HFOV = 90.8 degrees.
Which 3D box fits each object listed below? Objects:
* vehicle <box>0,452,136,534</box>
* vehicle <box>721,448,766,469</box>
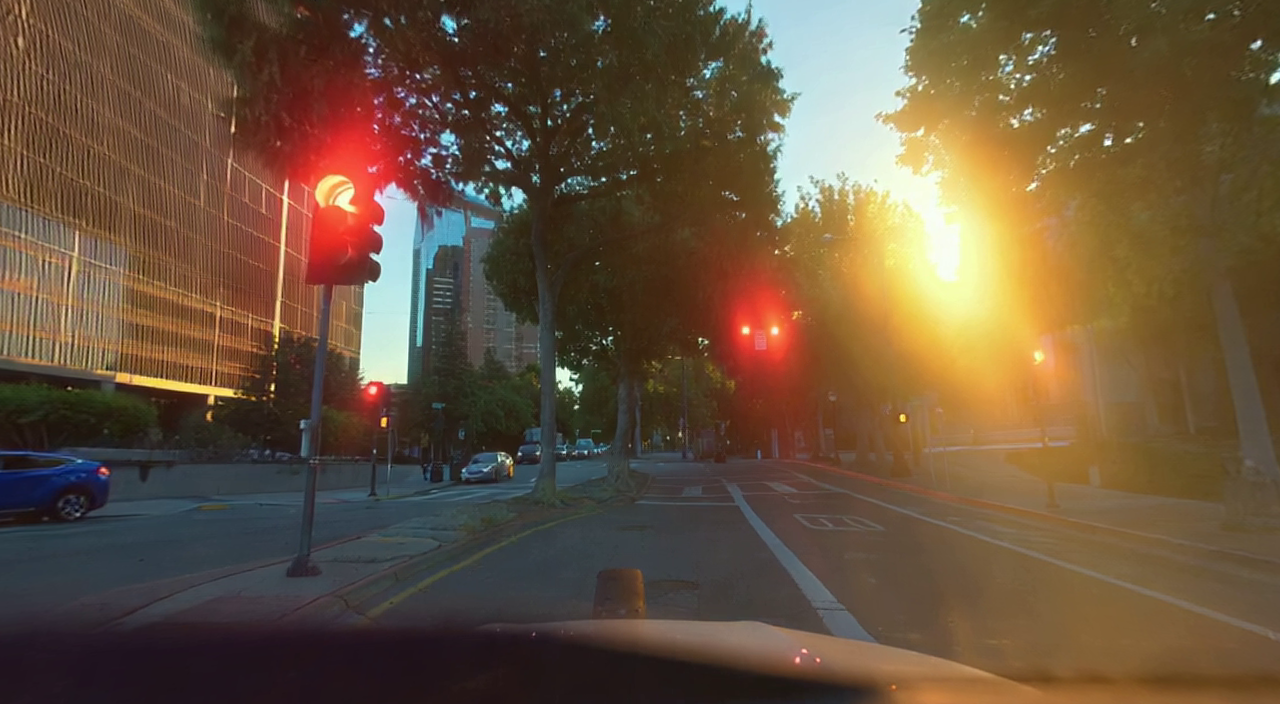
[{"bbox_3d":[-12.855,2.713,12.266,4.598,1.490,1.816,7,-11,-40],"label":"vehicle"},{"bbox_3d":[7.866,8.123,48.408,1.829,1.440,4.384,2,-9,-14],"label":"vehicle"}]
